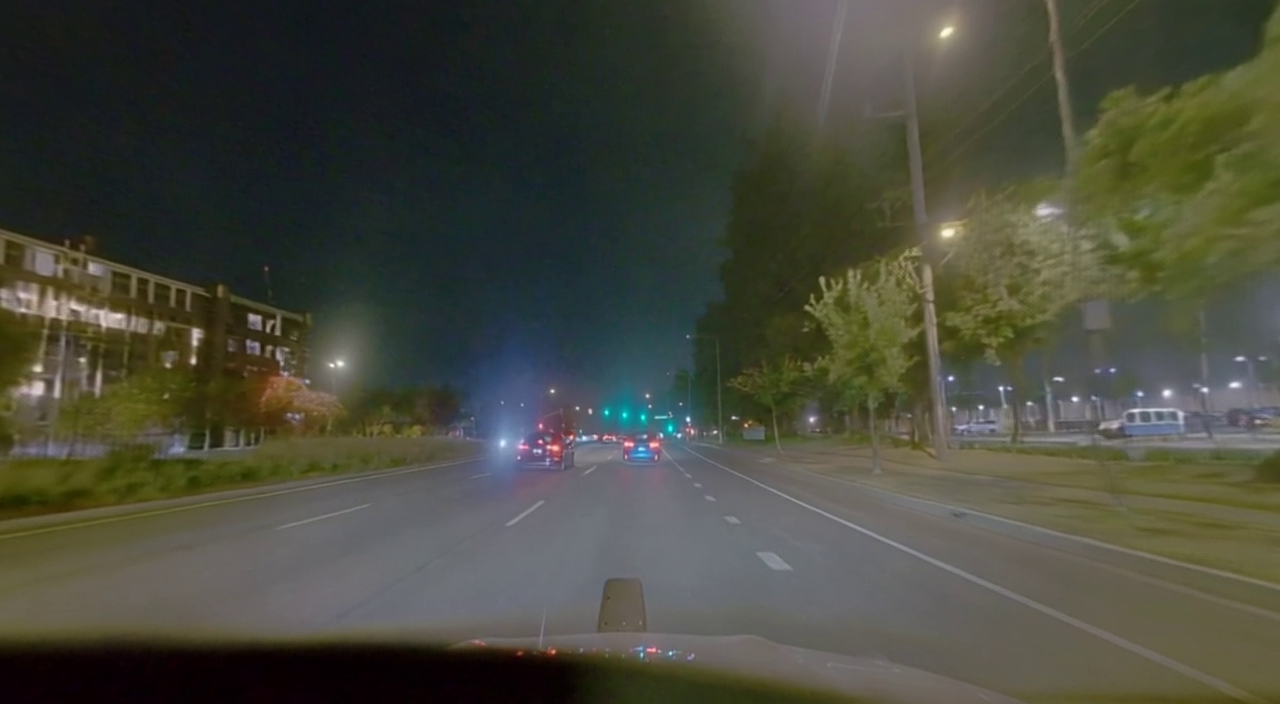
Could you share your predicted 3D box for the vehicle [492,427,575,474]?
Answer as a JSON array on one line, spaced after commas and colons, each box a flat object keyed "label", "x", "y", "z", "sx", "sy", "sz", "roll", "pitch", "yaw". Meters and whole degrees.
[{"label": "vehicle", "x": -3.627, "y": 3.476, "z": 22.479, "sx": 1.942, "sy": 1.462, "sz": 4.905, "roll": -1, "pitch": -8, "yaw": 2}]

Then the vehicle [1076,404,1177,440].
[{"label": "vehicle", "x": 21.991, "y": 3.262, "z": 28.754, "sx": 1.833, "sy": 1.471, "sz": 4.656, "roll": -2, "pitch": -8, "yaw": 14}]

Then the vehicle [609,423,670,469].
[{"label": "vehicle", "x": -0.014, "y": 3.730, "z": 25.049, "sx": 2.199, "sy": 1.652, "sz": 4.101, "roll": 0, "pitch": -8, "yaw": 0}]

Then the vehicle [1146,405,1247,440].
[{"label": "vehicle", "x": 24.473, "y": 3.175, "z": 27.901, "sx": 1.741, "sy": 1.416, "sz": 3.831, "roll": -2, "pitch": -8, "yaw": 15}]
